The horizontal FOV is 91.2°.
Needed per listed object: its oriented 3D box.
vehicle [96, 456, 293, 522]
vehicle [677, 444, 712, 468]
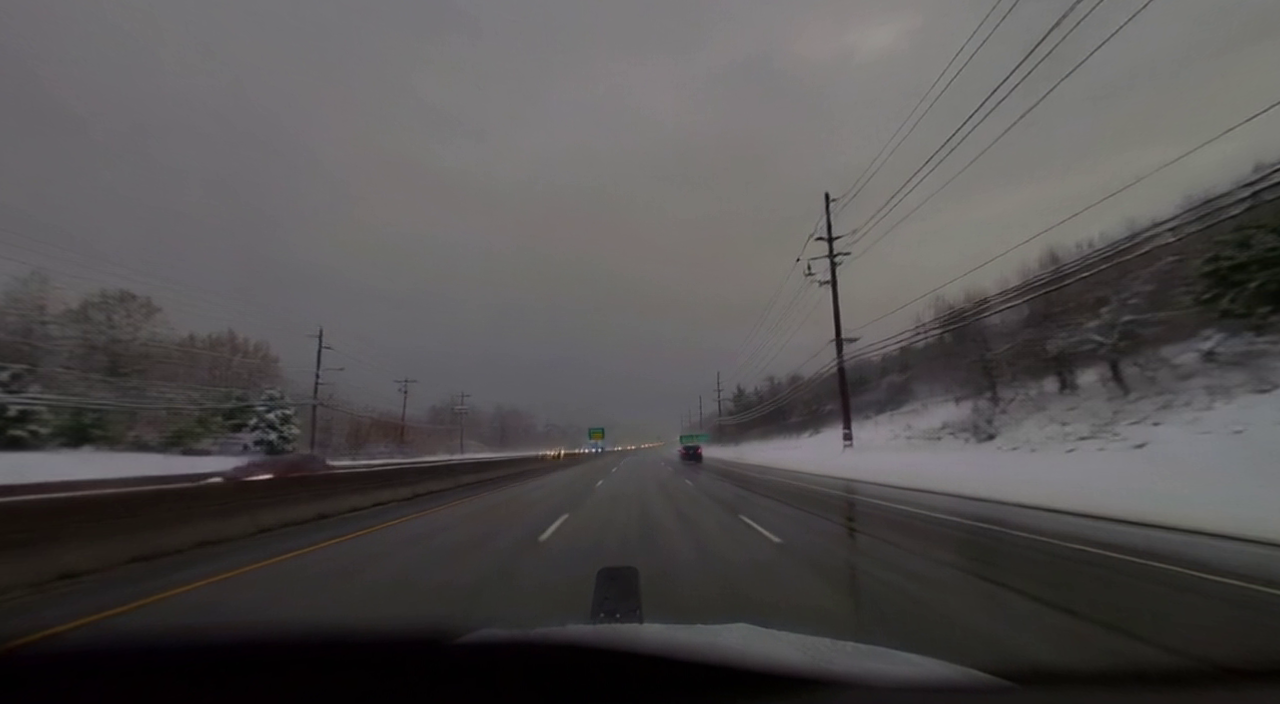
[{"bbox_3d":[-11.593,3.551,16.813,1.994,1.464,4.494,0,-9,0],"label":"vehicle"},{"bbox_3d":[3.820,7.312,44.224,2.054,1.565,4.089,0,-9,-1],"label":"vehicle"}]
